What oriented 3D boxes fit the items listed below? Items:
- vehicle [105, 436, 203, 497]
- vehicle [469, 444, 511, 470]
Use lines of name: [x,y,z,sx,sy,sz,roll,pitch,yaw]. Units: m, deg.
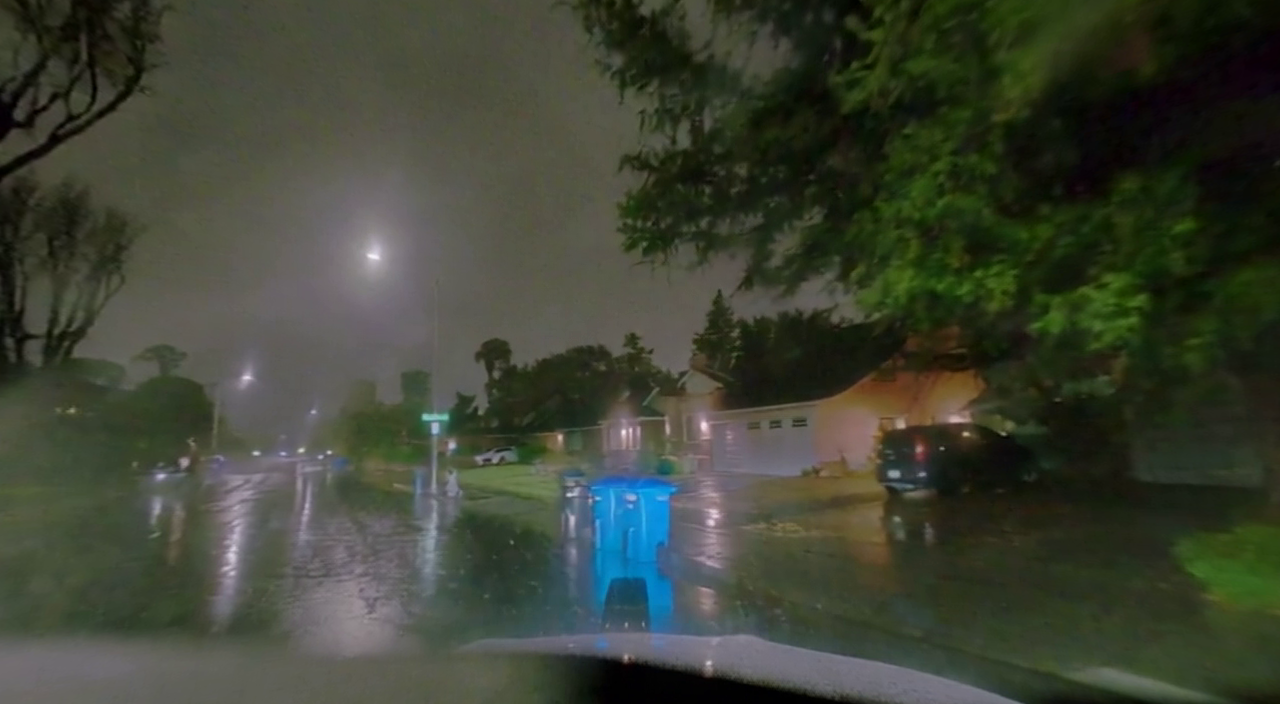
vehicle: [-21.470,5.005,28.151,2.223,2.115,5.707,11,-10,-27]
vehicle: [-11.685,8.103,48.874,1.936,1.687,4.714,1,-6,-28]
